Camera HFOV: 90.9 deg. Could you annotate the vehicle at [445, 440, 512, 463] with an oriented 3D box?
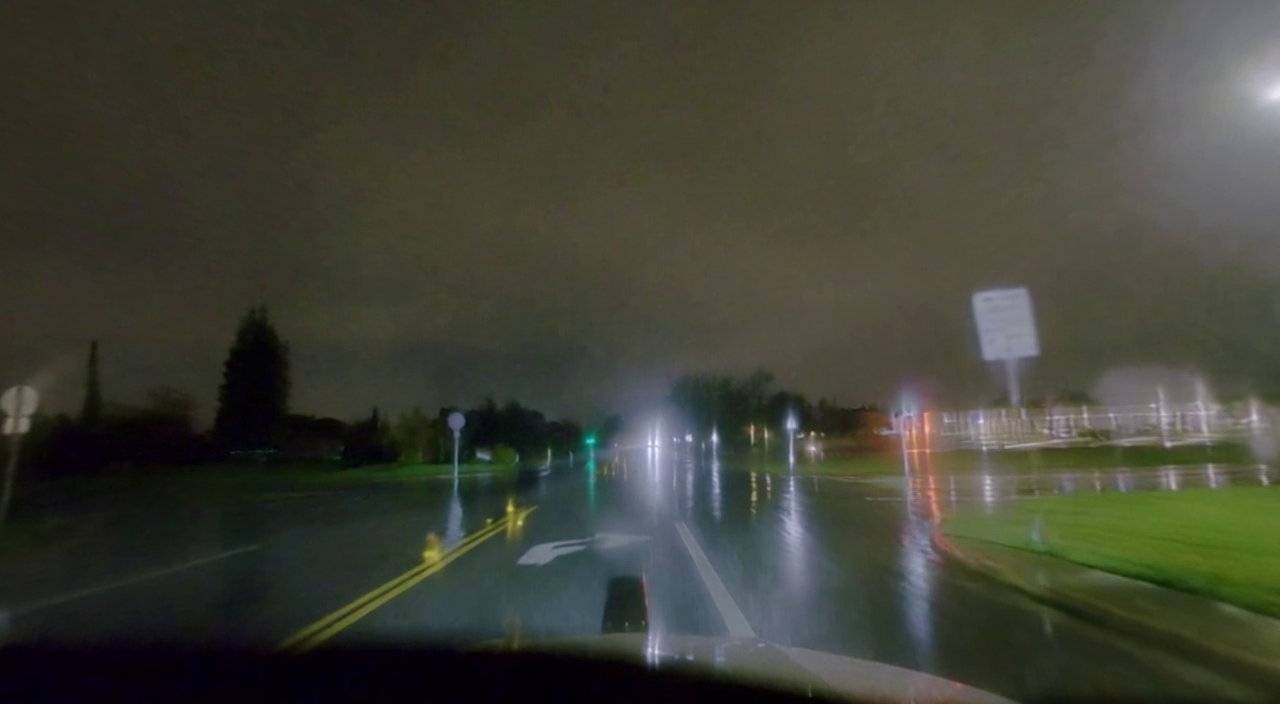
[{"bbox_3d":[-12.679,7.816,49.685,4.702,1.761,1.978,0,-8,3],"label":"vehicle"}]
